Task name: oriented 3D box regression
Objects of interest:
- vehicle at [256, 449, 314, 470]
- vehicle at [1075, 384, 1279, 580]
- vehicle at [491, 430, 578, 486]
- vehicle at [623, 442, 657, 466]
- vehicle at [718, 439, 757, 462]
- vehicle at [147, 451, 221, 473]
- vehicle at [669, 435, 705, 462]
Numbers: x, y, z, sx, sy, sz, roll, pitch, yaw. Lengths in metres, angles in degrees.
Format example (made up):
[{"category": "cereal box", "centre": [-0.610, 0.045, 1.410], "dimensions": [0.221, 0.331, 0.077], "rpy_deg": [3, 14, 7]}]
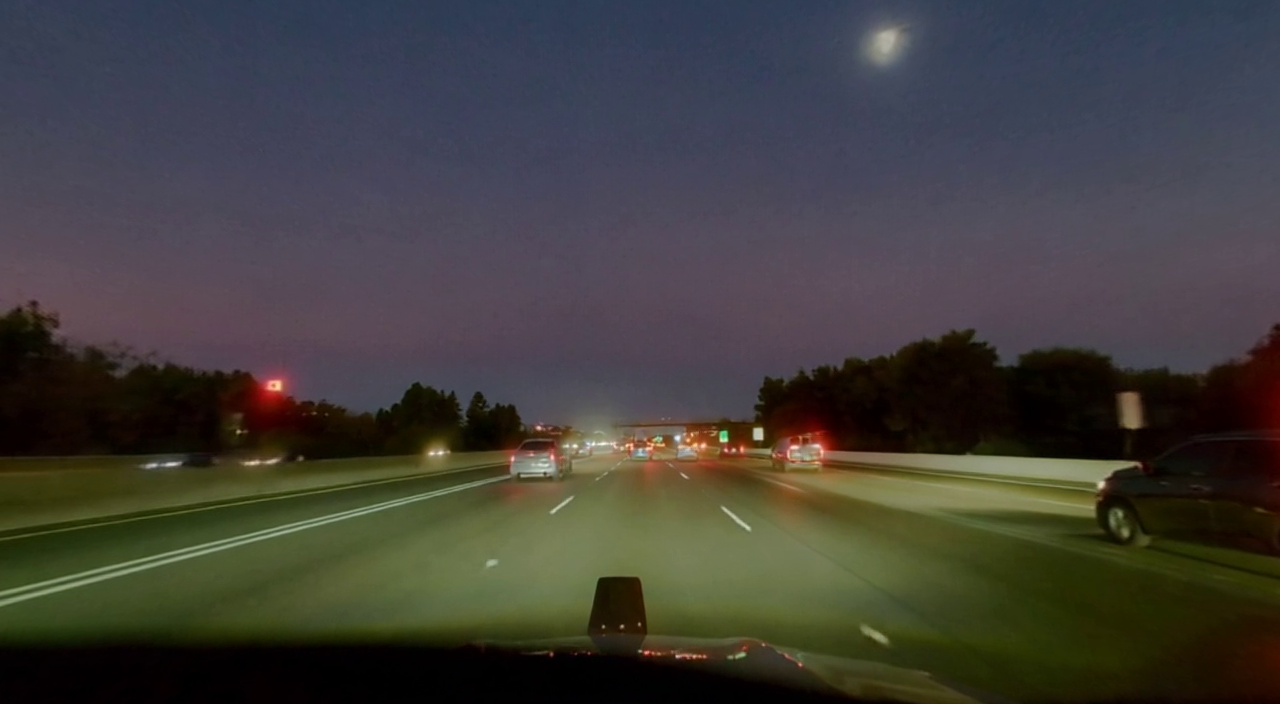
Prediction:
[{"category": "vehicle", "centre": [-26.702, 8.095, 47.576], "dimensions": [1.814, 1.465, 4.230], "rpy_deg": [-1, -8, 2]}, {"category": "vehicle", "centre": [6.847, 1.183, 5.801], "dimensions": [2.123, 1.756, 4.959], "rpy_deg": [0, -8, 0]}, {"category": "vehicle", "centre": [-3.594, 3.724, 22.489], "dimensions": [2.118, 1.750, 4.875], "rpy_deg": [-1, -8, 2]}, {"category": "vehicle", "centre": [-0.015, 6.523, 40.376], "dimensions": [2.050, 1.452, 3.917], "rpy_deg": [0, -8, 0]}, {"category": "vehicle", "centre": [7.429, 7.591, 48.575], "dimensions": [2.196, 1.659, 4.451], "rpy_deg": [0, -8, -1]}, {"category": "vehicle", "centre": [-34.277, 8.278, 47.577], "dimensions": [1.980, 1.539, 4.797], "rpy_deg": [0, -8, 1]}, {"category": "vehicle", "centre": [3.656, 7.600, 49.649], "dimensions": [2.348, 1.991, 5.460], "rpy_deg": [0, -8, 0]}]
